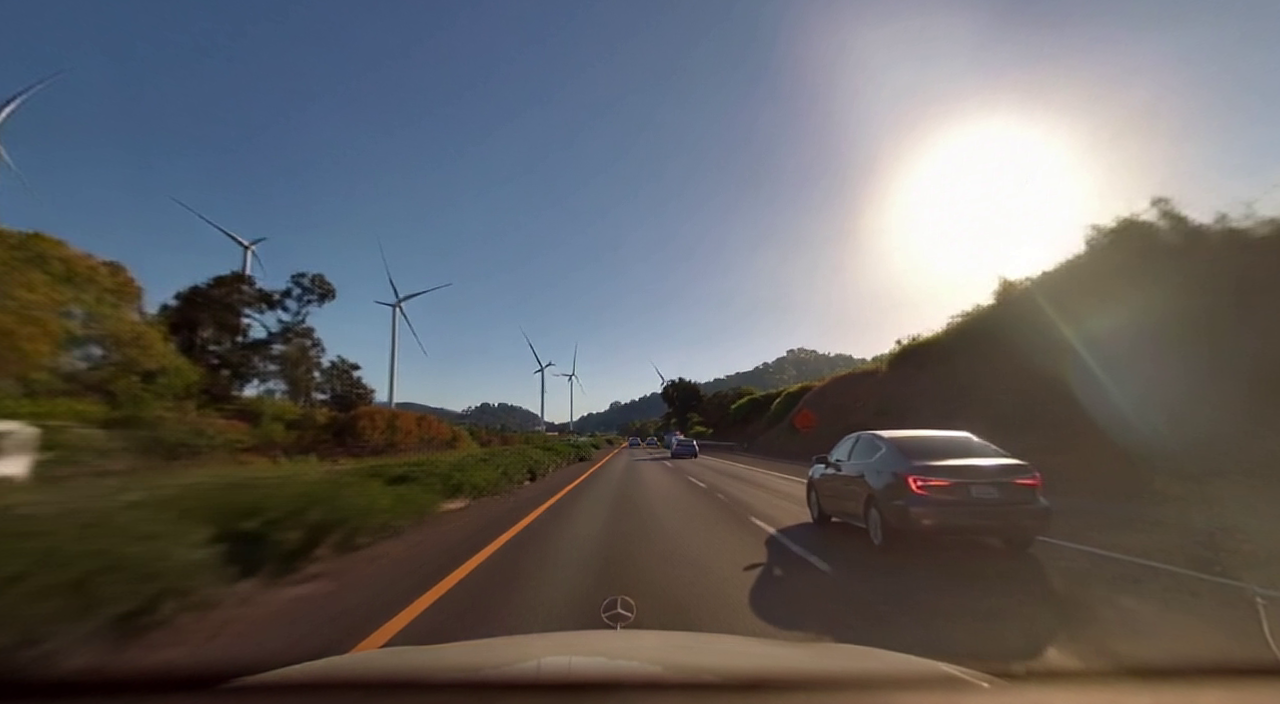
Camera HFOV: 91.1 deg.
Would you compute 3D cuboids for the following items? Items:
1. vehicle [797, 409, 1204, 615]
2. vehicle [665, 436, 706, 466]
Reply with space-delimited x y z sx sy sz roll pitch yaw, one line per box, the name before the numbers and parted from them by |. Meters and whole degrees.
vehicle | 3.439 1.572 7.250 2.038 1.624 4.312 0 -8 -1
vehicle | 2.691 5.972 38.282 2.066 1.661 4.500 0 -8 -2
